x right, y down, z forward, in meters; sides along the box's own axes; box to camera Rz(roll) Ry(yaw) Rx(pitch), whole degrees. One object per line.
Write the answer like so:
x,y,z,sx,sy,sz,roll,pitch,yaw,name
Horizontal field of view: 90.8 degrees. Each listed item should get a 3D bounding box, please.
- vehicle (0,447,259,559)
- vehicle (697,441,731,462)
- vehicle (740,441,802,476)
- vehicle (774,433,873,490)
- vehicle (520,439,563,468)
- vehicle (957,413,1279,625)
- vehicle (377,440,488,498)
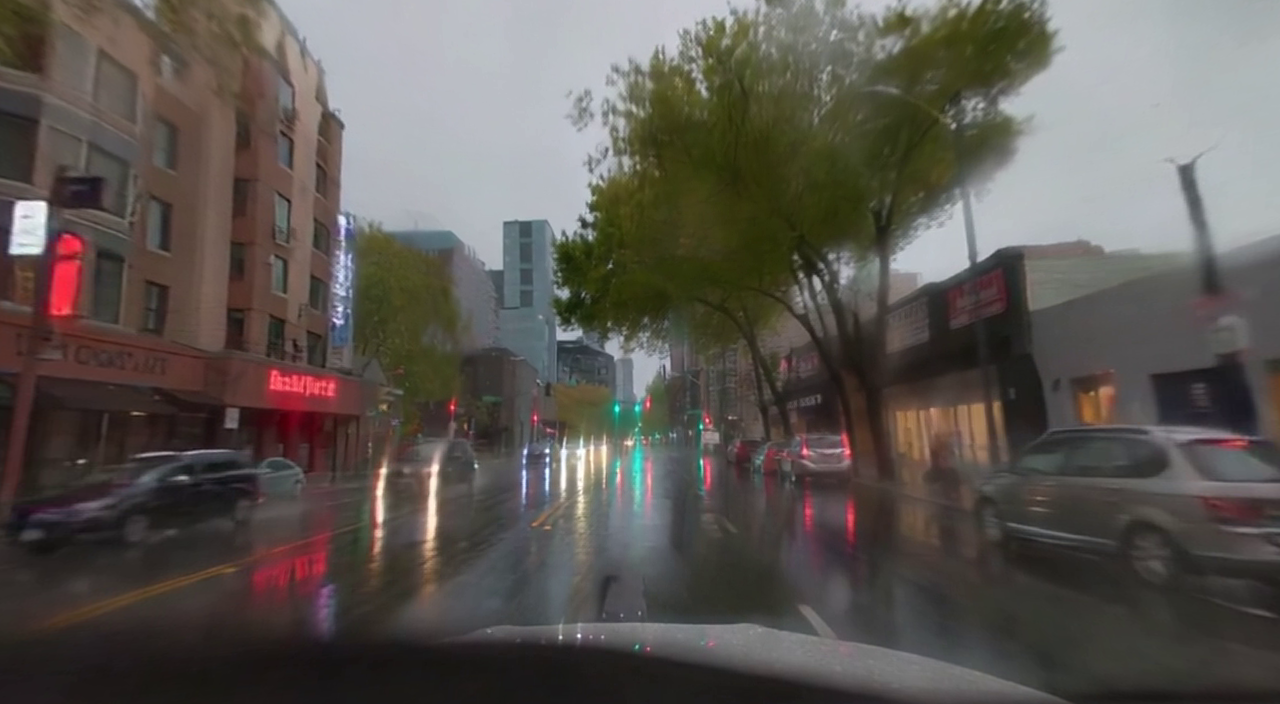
-8.970,2.463,11.093,1.937,1.548,4.179,0,-8,0,vehicle
5.739,7.780,49.570,2.011,1.603,4.395,0,-8,-1,vehicle
5.869,4.832,28.874,1.834,1.454,4.410,0,-8,-1,vehicle
6.066,3.655,21.476,2.047,1.720,4.353,0,-8,0,vehicle
-6.158,6.381,39.953,2.020,1.754,4.442,0,-8,0,vehicle
6.048,1.729,7.647,1.959,1.766,4.490,0,-8,-1,vehicle
-6.132,3.473,19.259,1.898,1.532,4.337,0,-8,0,vehicle
